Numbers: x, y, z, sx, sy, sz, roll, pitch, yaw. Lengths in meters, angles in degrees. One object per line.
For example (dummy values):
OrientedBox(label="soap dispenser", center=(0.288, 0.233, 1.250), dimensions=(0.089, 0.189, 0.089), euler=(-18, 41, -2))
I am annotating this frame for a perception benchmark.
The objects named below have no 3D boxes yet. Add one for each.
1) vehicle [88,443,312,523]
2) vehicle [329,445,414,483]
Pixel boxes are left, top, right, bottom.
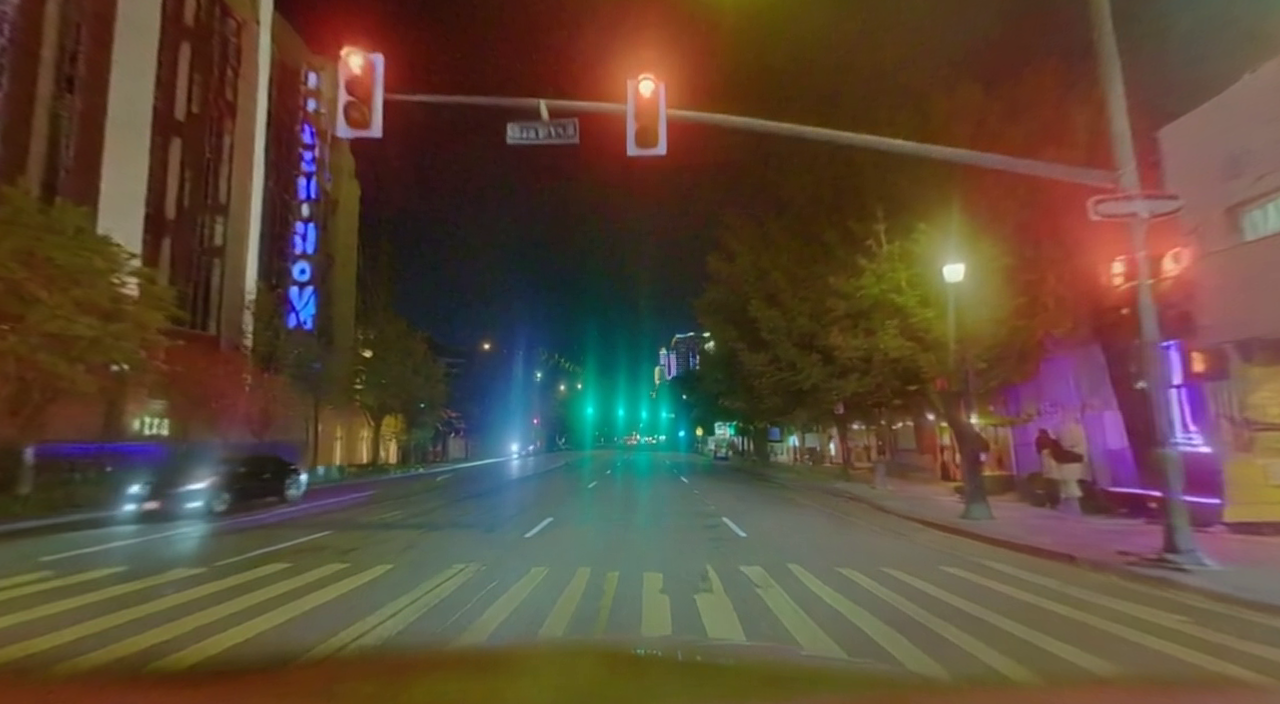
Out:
OrientedBox(label="vehicle", center=(-9.263, 2.744, 13.794), dimensions=(1.913, 1.457, 4.048), euler=(0, -8, 1))
OrientedBox(label="vehicle", center=(-12.057, 5.044, 28.610), dimensions=(1.960, 1.554, 4.050), euler=(0, -8, 1))
